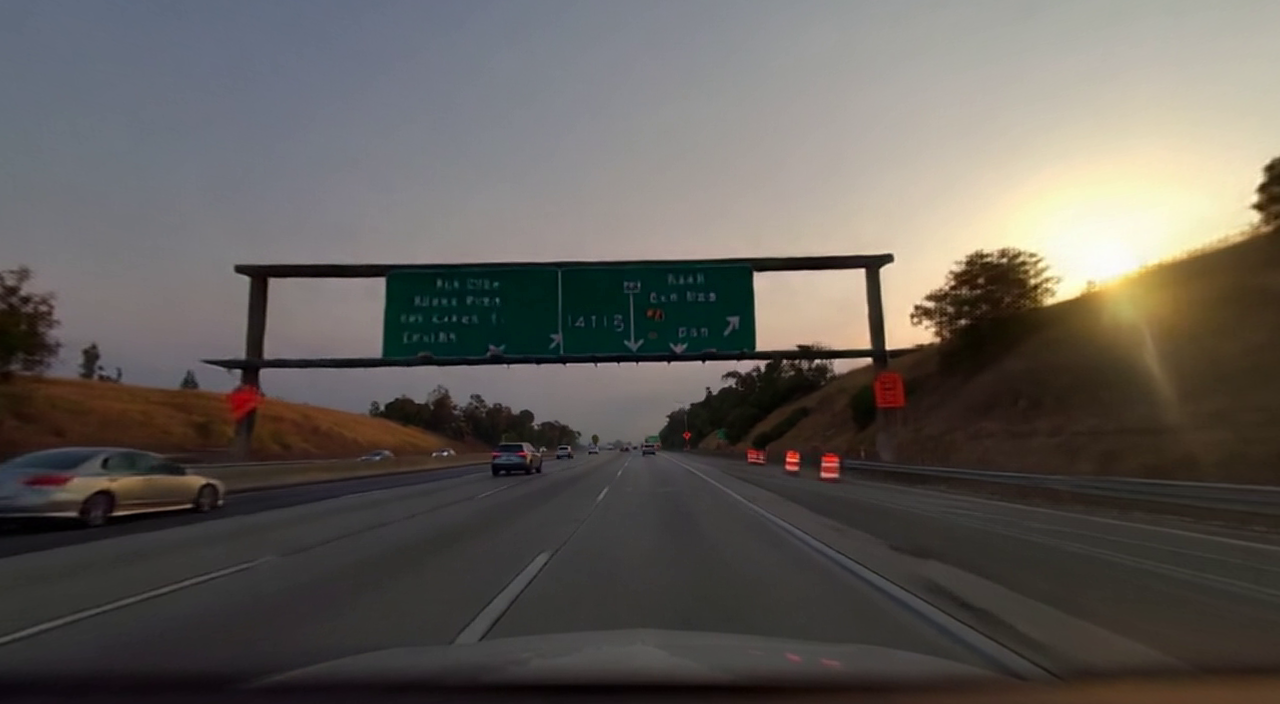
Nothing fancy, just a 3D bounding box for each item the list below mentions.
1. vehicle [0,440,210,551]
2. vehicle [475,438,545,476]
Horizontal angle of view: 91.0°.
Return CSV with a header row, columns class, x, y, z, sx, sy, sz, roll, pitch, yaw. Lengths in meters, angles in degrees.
class,x,y,z,sx,sy,sz,roll,pitch,yaw
vehicle,-9.906,2.270,10.573,2.122,1.511,4.576,0,-9,0
vehicle,-6.297,5.167,31.165,2.402,1.733,4.512,0,-9,1
